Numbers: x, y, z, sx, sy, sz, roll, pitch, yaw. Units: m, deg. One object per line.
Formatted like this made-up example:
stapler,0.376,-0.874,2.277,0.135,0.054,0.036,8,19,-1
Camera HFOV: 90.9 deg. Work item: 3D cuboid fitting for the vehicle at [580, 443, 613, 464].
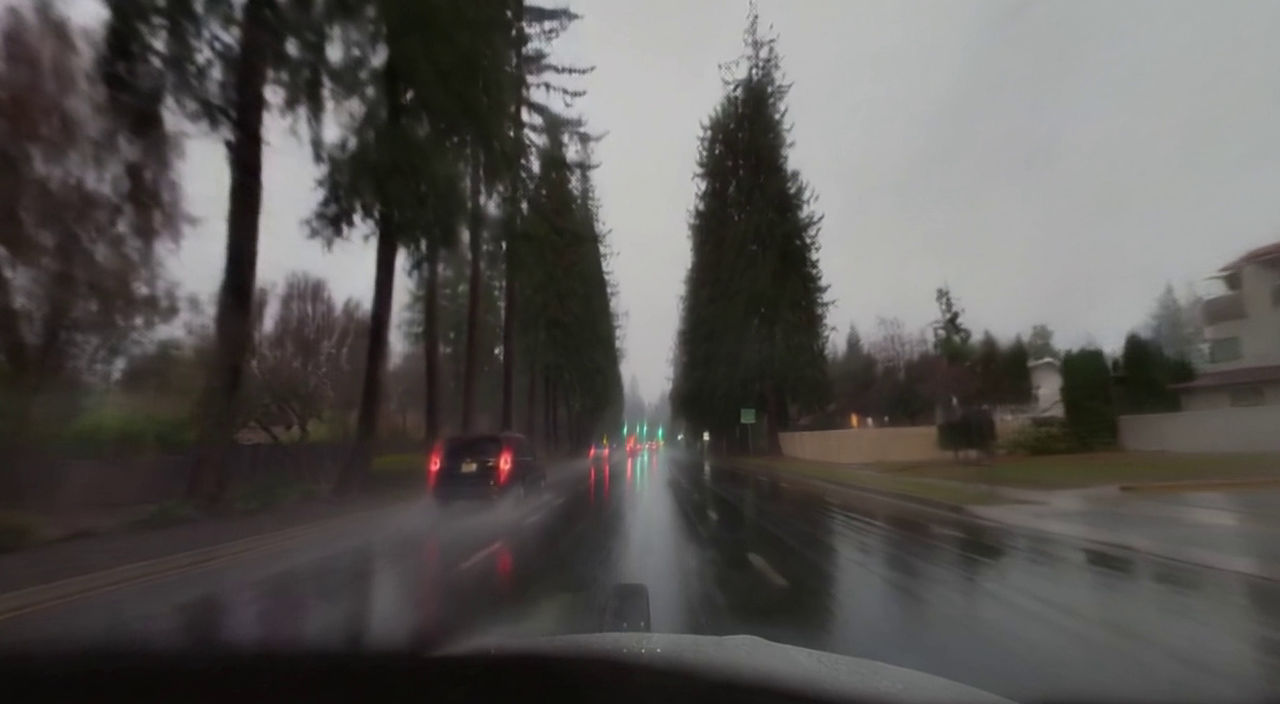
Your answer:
vehicle,-3.091,7.347,45.672,2.021,1.466,4.330,0,-9,1

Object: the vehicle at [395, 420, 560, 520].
vehicle,-3.035,2.350,13.031,2.058,1.671,4.704,0,-9,1
